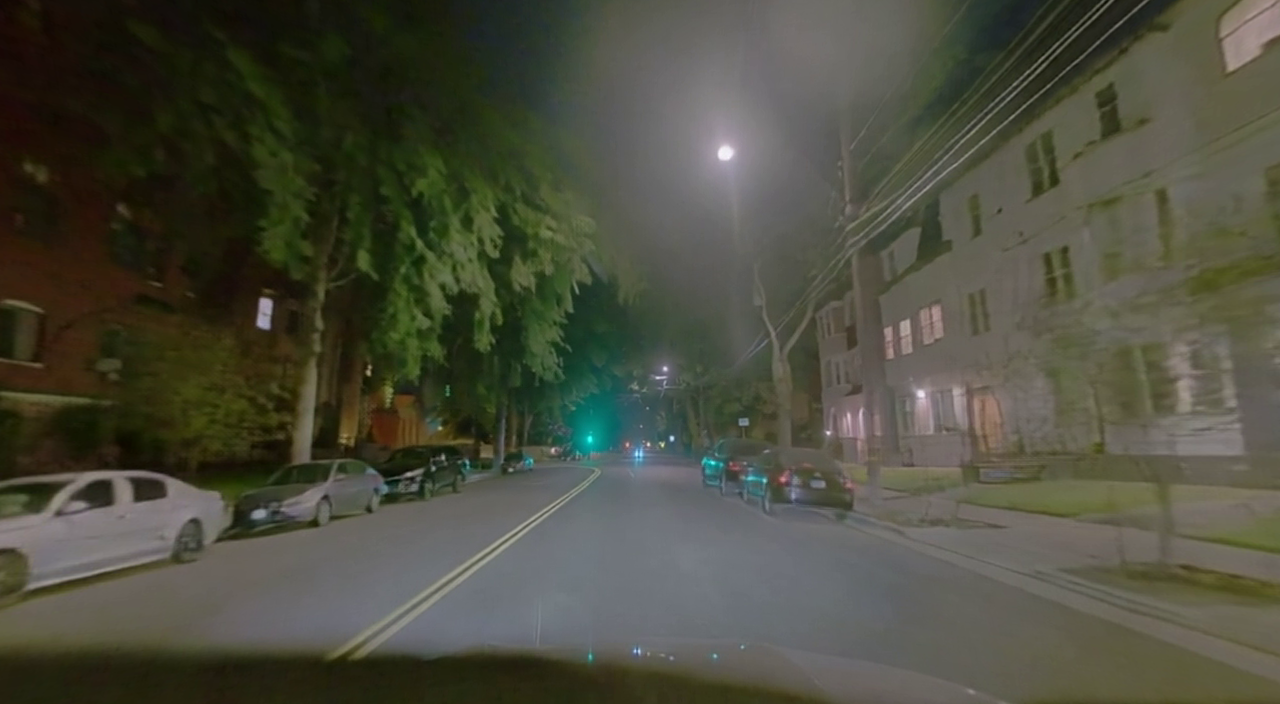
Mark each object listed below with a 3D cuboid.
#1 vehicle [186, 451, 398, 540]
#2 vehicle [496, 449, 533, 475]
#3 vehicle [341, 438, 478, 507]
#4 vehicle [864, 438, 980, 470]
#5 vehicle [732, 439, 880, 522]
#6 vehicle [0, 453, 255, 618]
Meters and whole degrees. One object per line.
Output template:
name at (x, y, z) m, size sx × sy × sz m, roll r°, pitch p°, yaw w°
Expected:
vehicle at (-6.878, 2.835, 13.216) m, size 1.854 × 1.460 × 4.582 m, roll 0°, pitch -8°, yaw 0°
vehicle at (-7.719, 6.764, 39.210) m, size 1.902 × 1.456 × 4.451 m, roll 1°, pitch -9°, yaw -7°
vehicle at (-6.811, 3.598, 19.513) m, size 2.151 × 1.789 × 5.482 m, roll 0°, pitch -8°, yaw 0°
vehicle at (16.073, 5.855, 36.261) m, size 5.662 × 1.761 × 2.050 m, roll 0°, pitch -8°, yaw 0°
vehicle at (3.293, 2.622, 13.483) m, size 1.869 × 1.453 × 4.237 m, roll 0°, pitch -8°, yaw -2°
vehicle at (-6.835, 1.935, 7.304) m, size 1.860 × 1.469 × 4.573 m, roll 0°, pitch -8°, yaw 0°
